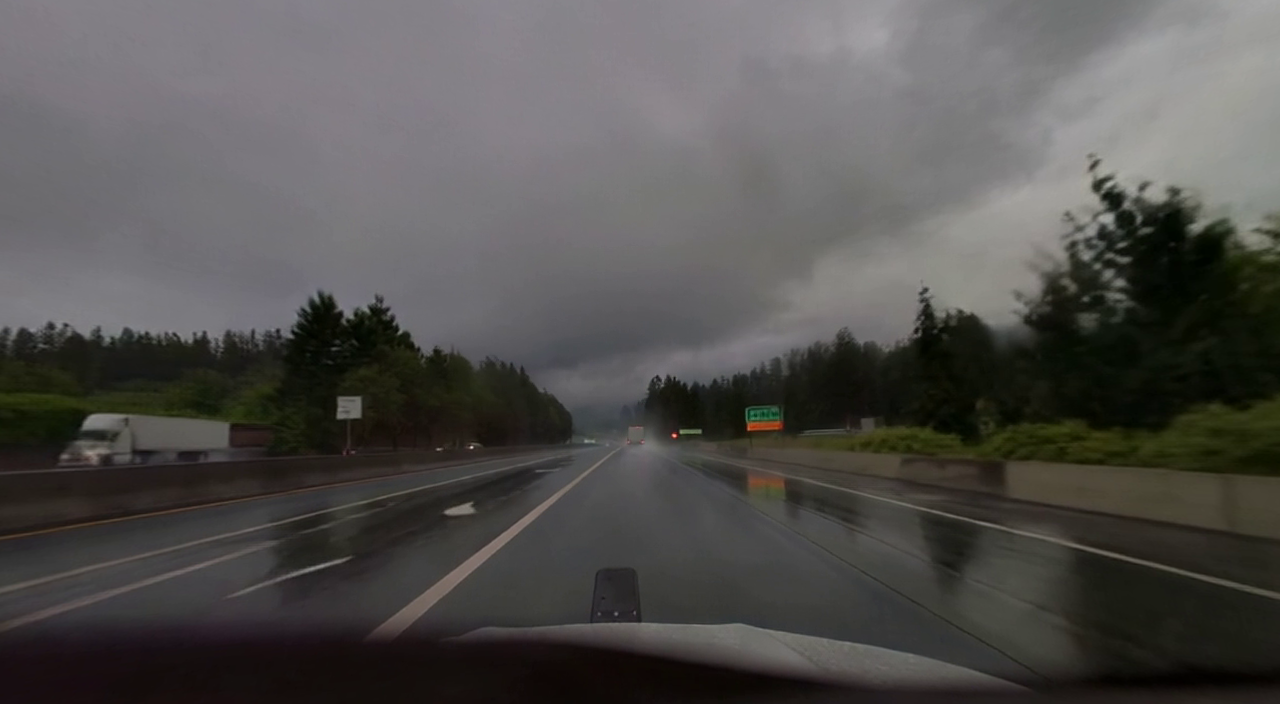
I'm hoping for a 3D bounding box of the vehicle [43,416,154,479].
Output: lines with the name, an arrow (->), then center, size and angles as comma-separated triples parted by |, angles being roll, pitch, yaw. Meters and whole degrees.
vehicle -> -37.973, 6.671, 44.564 | 2.907, 4.047, 5.959 | 1, -8, -8
